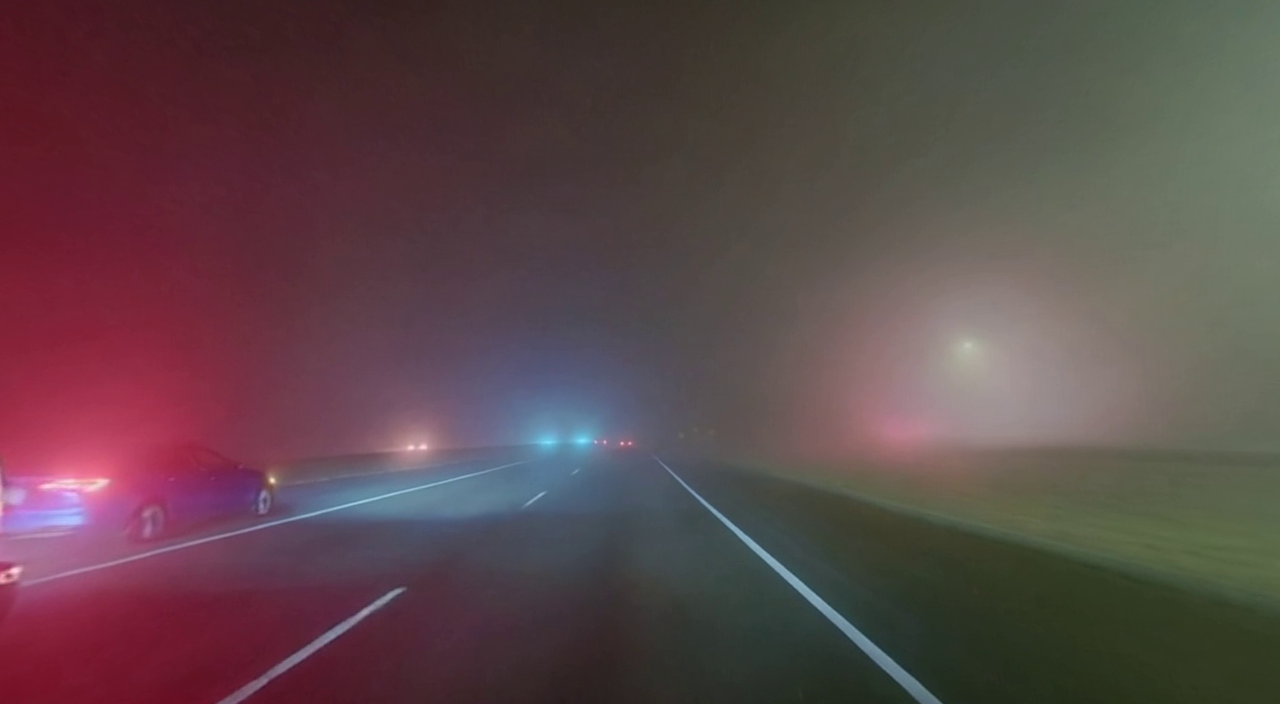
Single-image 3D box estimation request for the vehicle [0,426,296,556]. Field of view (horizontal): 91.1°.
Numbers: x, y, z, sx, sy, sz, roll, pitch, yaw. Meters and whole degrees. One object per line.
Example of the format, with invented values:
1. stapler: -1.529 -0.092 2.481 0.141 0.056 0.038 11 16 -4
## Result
1. vehicle: -7.314 1.885 9.390 1.949 1.465 4.318 0 -8 -1
